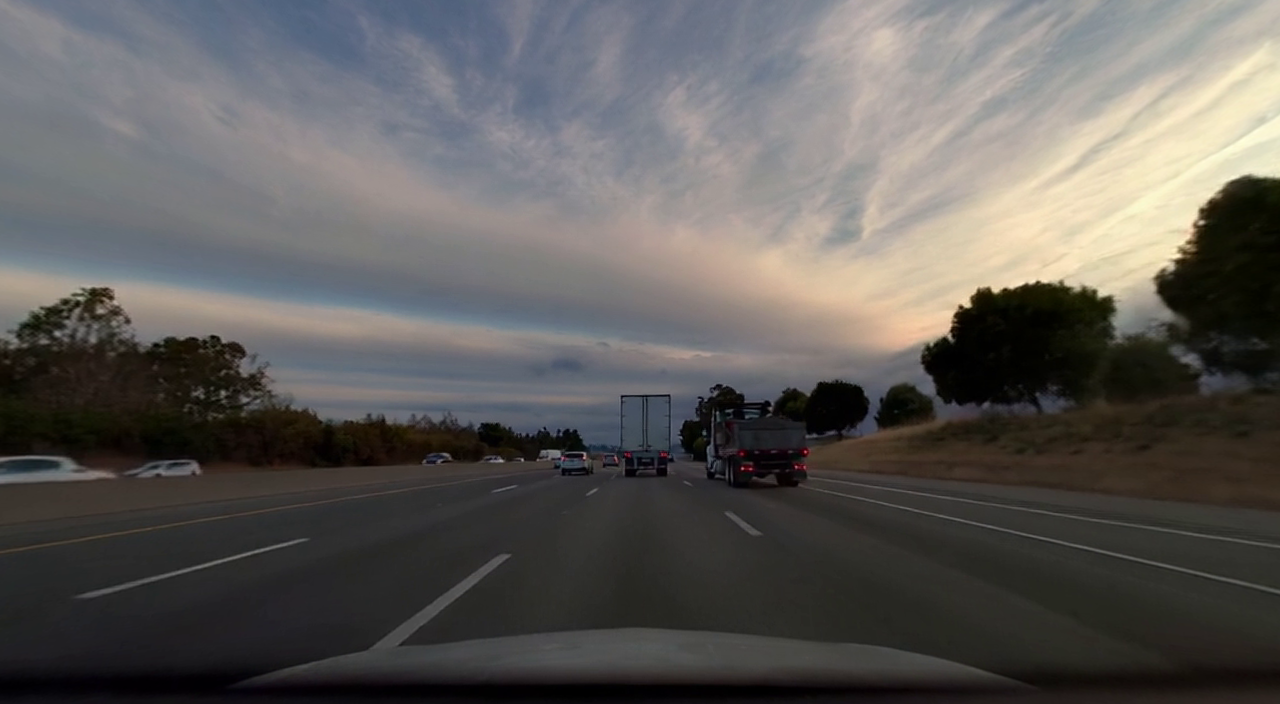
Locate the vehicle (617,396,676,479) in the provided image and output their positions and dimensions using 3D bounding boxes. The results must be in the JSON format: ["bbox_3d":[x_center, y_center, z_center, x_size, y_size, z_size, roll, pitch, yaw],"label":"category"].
[{"bbox_3d":[0.285,5.147,37.117,2.875,4.056,12.312,0,-9,0],"label":"vehicle"}]

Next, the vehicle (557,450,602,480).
[{"bbox_3d":[-3.342,6.303,35.452,2.061,1.555,3.900,0,-9,1],"label":"vehicle"}]

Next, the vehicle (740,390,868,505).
[{"bbox_3d":[4.482,2.721,18.052,2.565,2.902,3.798,0,-9,0],"label":"vehicle"}]

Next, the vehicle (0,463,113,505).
[{"bbox_3d":[-26.009,5.693,27.508,1.867,1.580,4.704,0,-9,0],"label":"vehicle"}]

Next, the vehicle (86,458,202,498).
[{"bbox_3d":[-26.023,6.595,33.370,1.852,1.874,5.286,0,-9,0],"label":"vehicle"}]

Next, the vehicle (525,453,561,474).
[{"bbox_3d":[-7.016,8.130,46.102,1.926,1.482,3.959,0,-9,1],"label":"vehicle"}]
